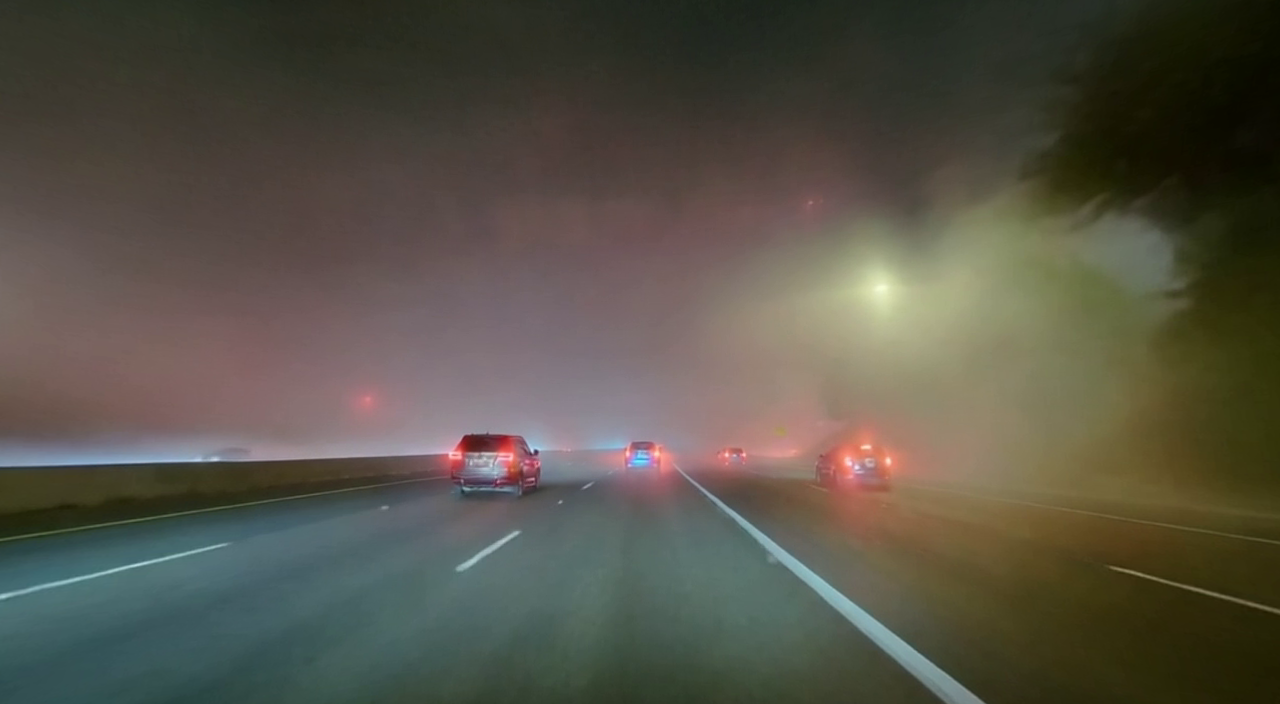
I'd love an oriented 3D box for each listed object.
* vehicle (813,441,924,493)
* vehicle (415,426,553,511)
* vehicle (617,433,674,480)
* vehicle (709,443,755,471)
[{"bbox_3d":[7.248,3.689,20.496,1.936,1.480,4.373,0,-9,0],"label":"vehicle"},{"bbox_3d":[-3.576,2.769,15.380,2.142,1.759,4.297,0,-9,2],"label":"vehicle"},{"bbox_3d":[0.243,4.570,27.809,2.270,1.862,4.949,0,-9,1],"label":"vehicle"},{"bbox_3d":[5.204,6.015,36.188,2.005,1.456,4.287,0,-9,0],"label":"vehicle"}]
